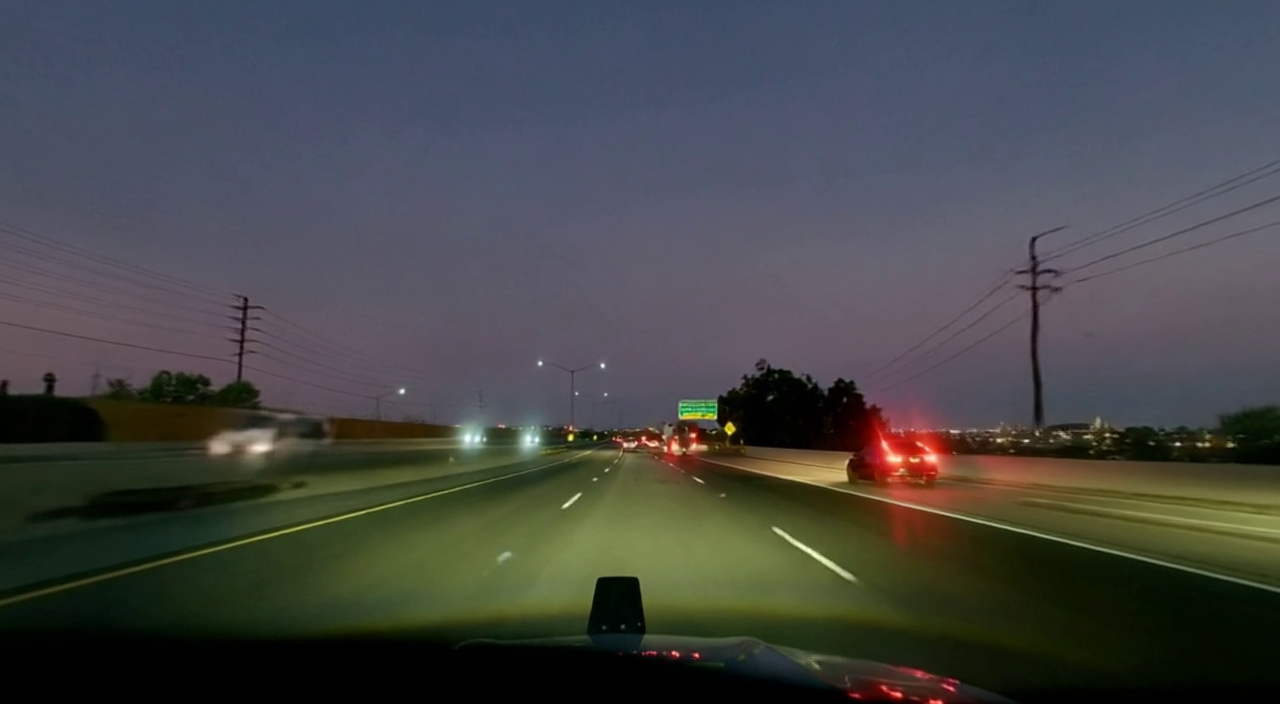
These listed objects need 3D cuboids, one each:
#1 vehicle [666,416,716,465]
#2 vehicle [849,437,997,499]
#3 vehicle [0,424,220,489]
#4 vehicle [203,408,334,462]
[{"bbox_3d":[3.526,6.388,45.360,2.791,3.179,8.074,0,-8,-1],"label":"vehicle"},{"bbox_3d":[7.544,3.113,17.447,1.905,1.480,4.624,0,-8,-1],"label":"vehicle"},{"bbox_3d":[-13.815,2.738,16.832,2.199,1.484,4.300,0,-8,0],"label":"vehicle"},{"bbox_3d":[-17.571,4.027,30.357,2.710,2.301,6.010,0,-8,-1],"label":"vehicle"}]
